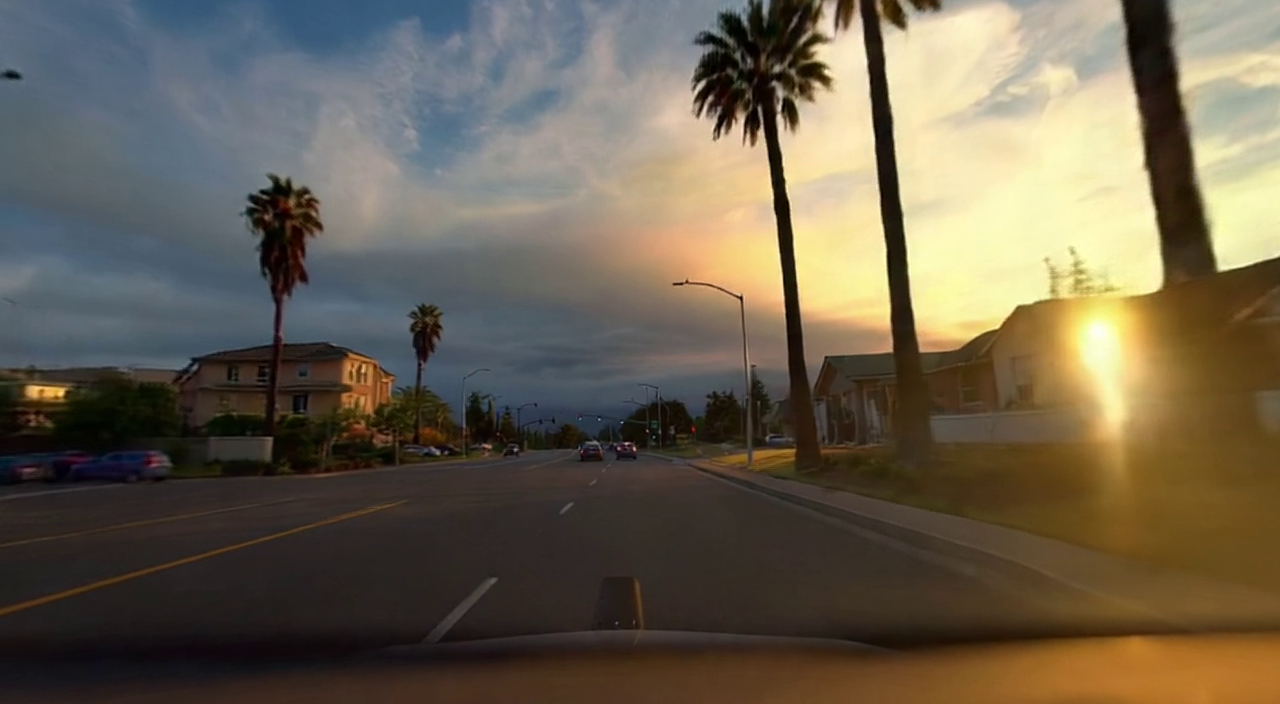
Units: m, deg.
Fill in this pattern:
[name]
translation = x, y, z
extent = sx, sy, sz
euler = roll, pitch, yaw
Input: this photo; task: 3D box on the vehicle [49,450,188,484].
[vehicle]
translation = -23.716, 5.215, 28.856
extent = 4.567, 1.447, 1.892
euler = 0, -9, -1
